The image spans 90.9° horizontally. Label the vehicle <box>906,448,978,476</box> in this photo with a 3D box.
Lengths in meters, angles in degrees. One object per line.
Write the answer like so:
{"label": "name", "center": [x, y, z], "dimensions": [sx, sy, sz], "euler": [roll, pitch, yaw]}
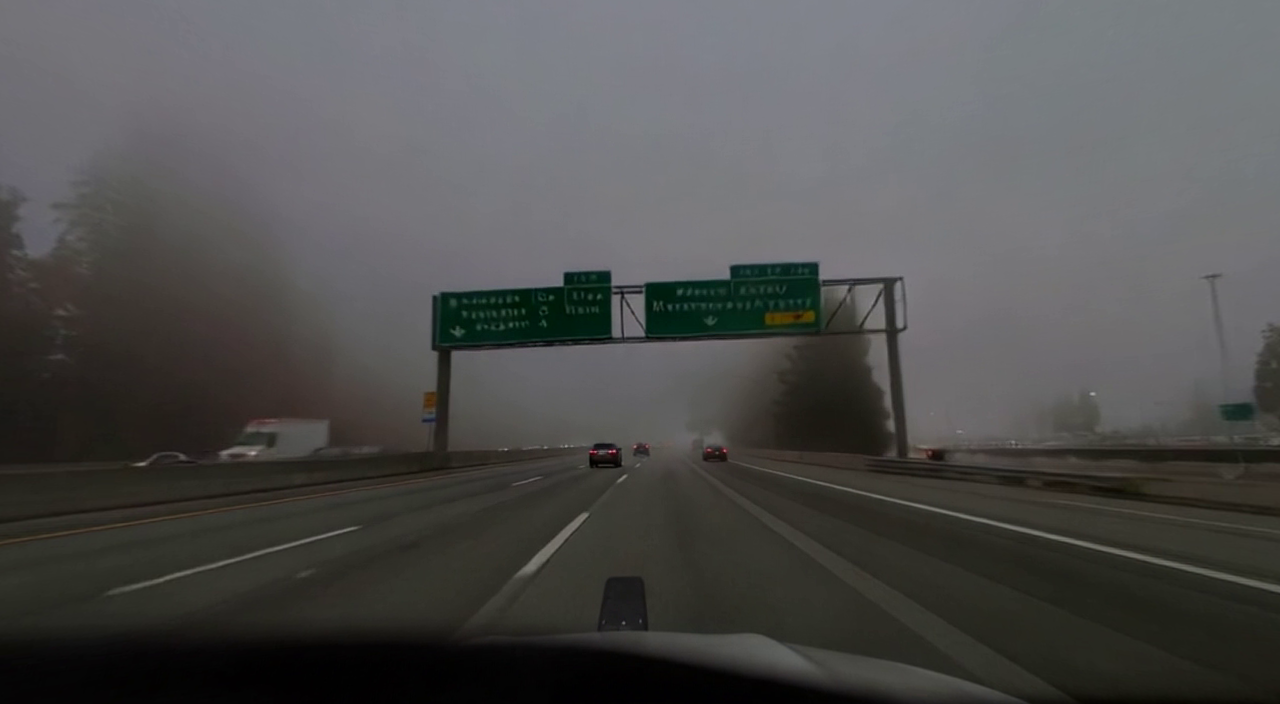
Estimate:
{"label": "vehicle", "center": [17.626, 6.394, 37.088], "dimensions": [1.818, 1.497, 4.469], "euler": [0, -8, -3]}

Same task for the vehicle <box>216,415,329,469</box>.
{"label": "vehicle", "center": [-23.065, 5.726, 40.094], "dimensions": [2.786, 3.101, 6.737], "euler": [-1, -8, 3]}

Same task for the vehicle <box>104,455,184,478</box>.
{"label": "vehicle", "center": [-34.385, 7.904, 43.909], "dimensions": [1.772, 1.426, 4.570], "euler": [0, -8, 1]}

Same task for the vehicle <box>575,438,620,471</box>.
{"label": "vehicle", "center": [-2.330, 5.796, 35.766], "dimensions": [2.196, 1.733, 4.355], "euler": [0, -8, 1]}

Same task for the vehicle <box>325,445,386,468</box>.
{"label": "vehicle", "center": [-18.927, 6.947, 42.126], "dimensions": [1.949, 1.447, 4.275], "euler": [-1, -8, 2]}
